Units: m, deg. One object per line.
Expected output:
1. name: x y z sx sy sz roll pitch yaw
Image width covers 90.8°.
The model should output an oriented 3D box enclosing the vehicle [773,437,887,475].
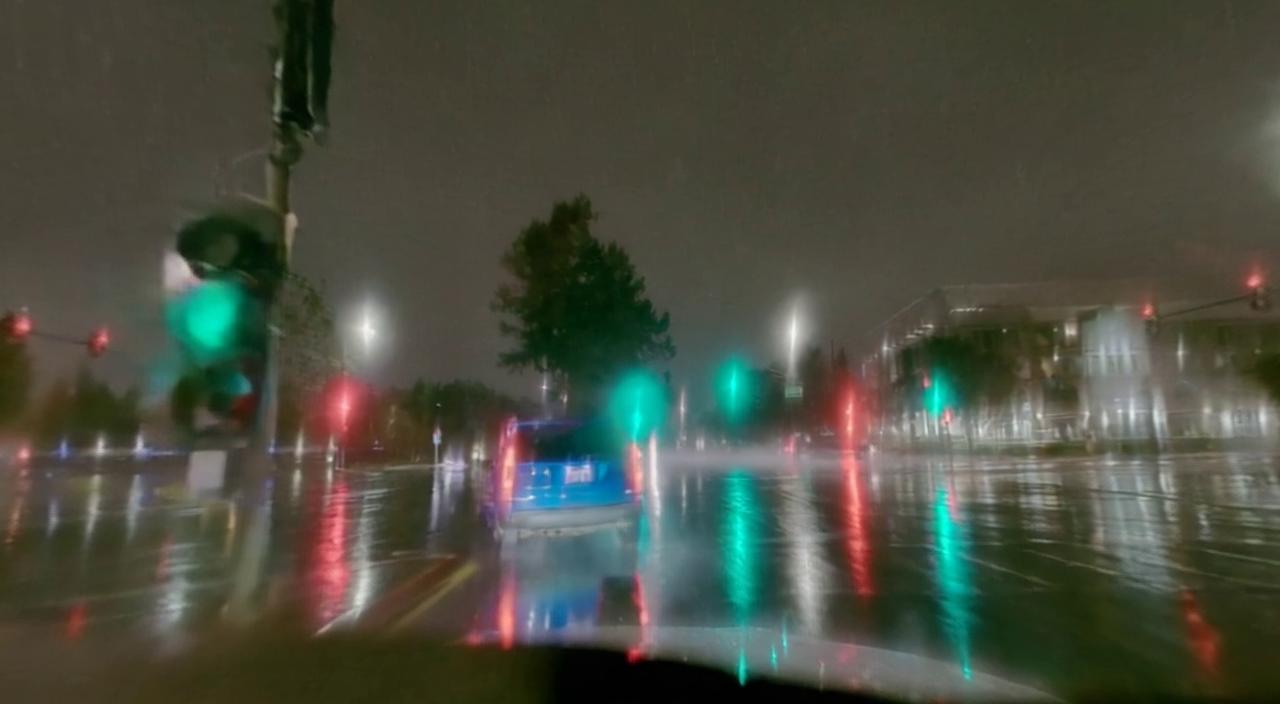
1. vehicle: 8.748 4.794 29.263 4.529 1.604 2.130 -6 -10 35

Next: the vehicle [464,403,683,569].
1. vehicle: -1.218 1.804 9.268 2.085 1.807 4.038 3 -9 -22
